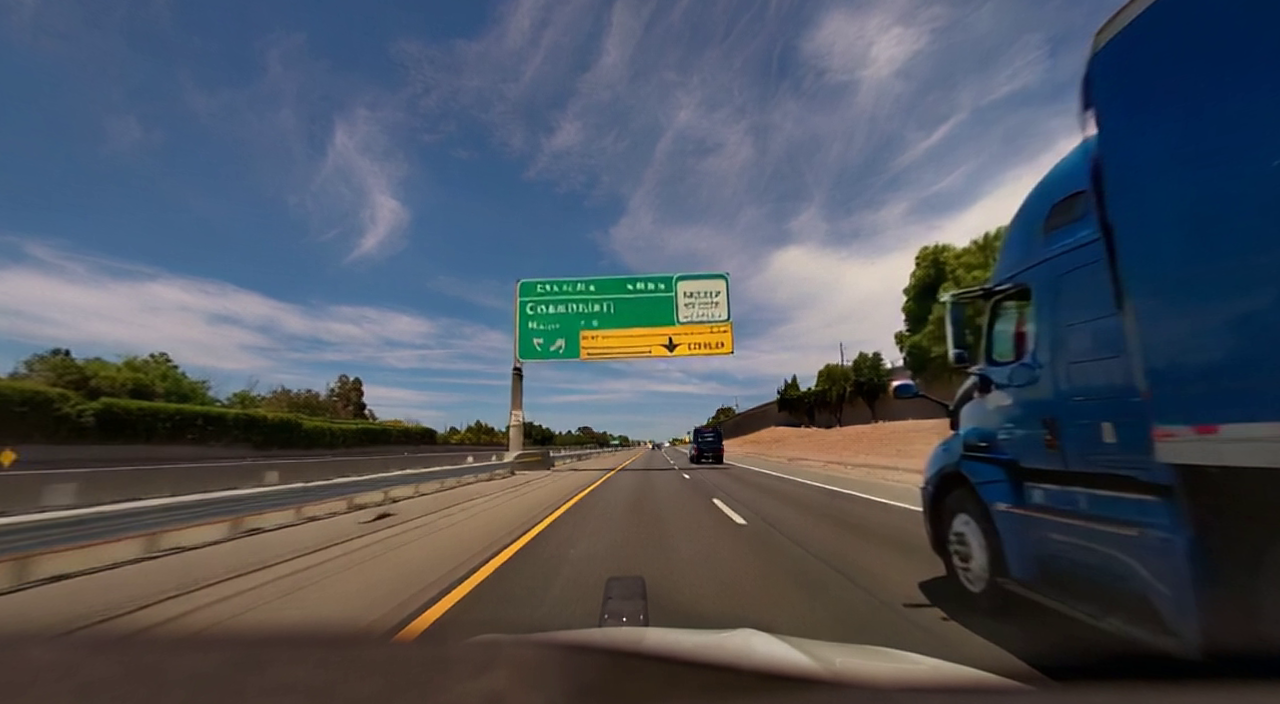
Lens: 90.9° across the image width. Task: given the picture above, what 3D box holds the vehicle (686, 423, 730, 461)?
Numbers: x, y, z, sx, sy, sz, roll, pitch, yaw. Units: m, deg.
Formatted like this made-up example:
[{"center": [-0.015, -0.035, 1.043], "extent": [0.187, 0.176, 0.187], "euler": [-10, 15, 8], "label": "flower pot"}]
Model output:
[{"center": [4.690, 6.334, 44.257], "extent": [2.430, 2.495, 6.062], "euler": [0, -8, 0], "label": "vehicle"}]
